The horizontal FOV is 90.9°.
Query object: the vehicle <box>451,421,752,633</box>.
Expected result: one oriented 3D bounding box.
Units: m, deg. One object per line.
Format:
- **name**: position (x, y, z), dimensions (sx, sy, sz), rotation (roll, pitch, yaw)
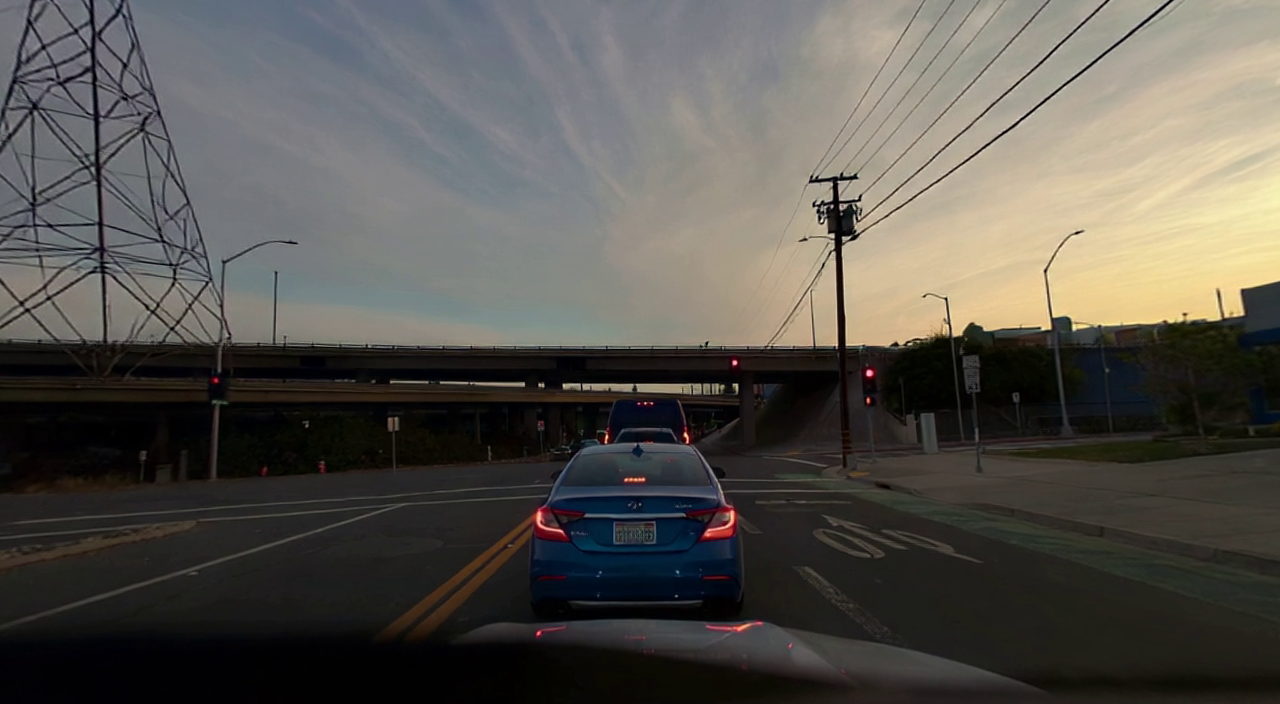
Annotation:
- **vehicle**: position (-0.232, 1.527, 6.472), dimensions (2.090, 1.458, 4.033), rotation (-1, -9, 1)
